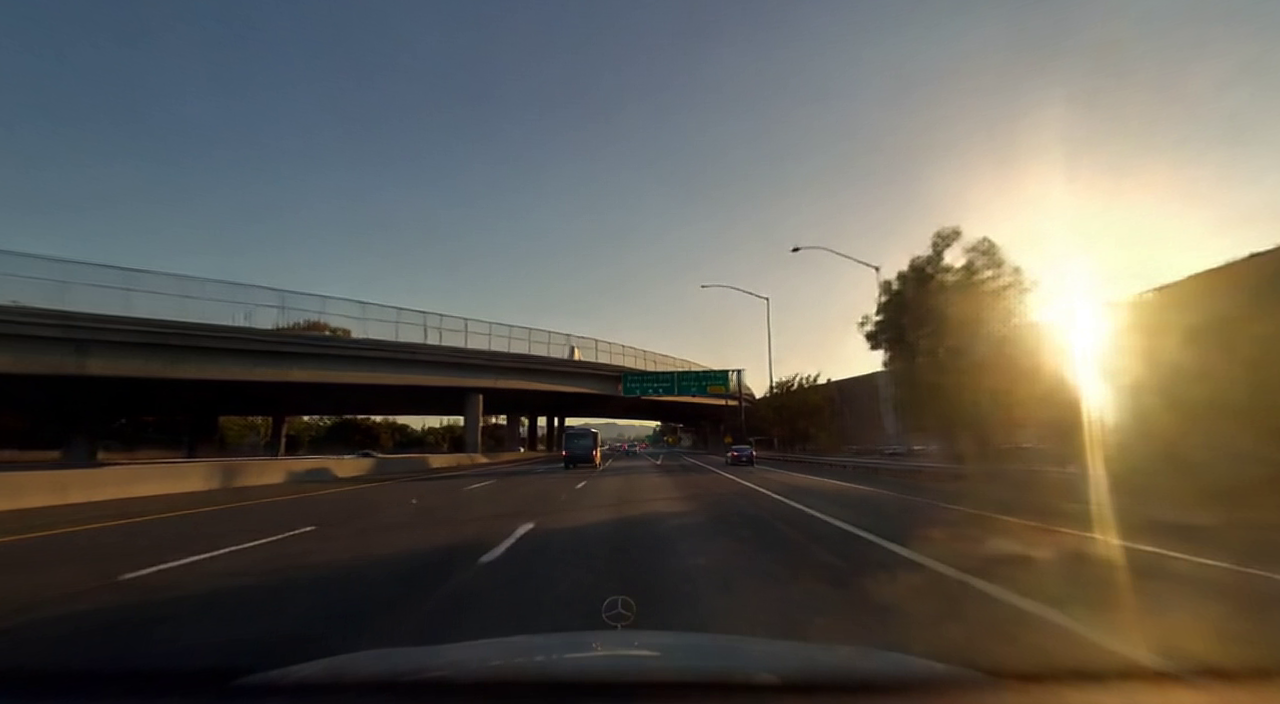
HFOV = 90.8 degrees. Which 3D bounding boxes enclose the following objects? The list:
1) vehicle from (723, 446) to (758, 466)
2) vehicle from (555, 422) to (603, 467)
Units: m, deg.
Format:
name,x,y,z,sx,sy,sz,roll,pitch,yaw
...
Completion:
name,x,y,z,sx,sy,sz,roll,pitch,yaw
vehicle,7.713,8.013,48.932,2.035,1.491,4.246,0,-9,1
vehicle,-4.192,6.590,44.974,2.881,2.937,7.045,0,-9,-2
